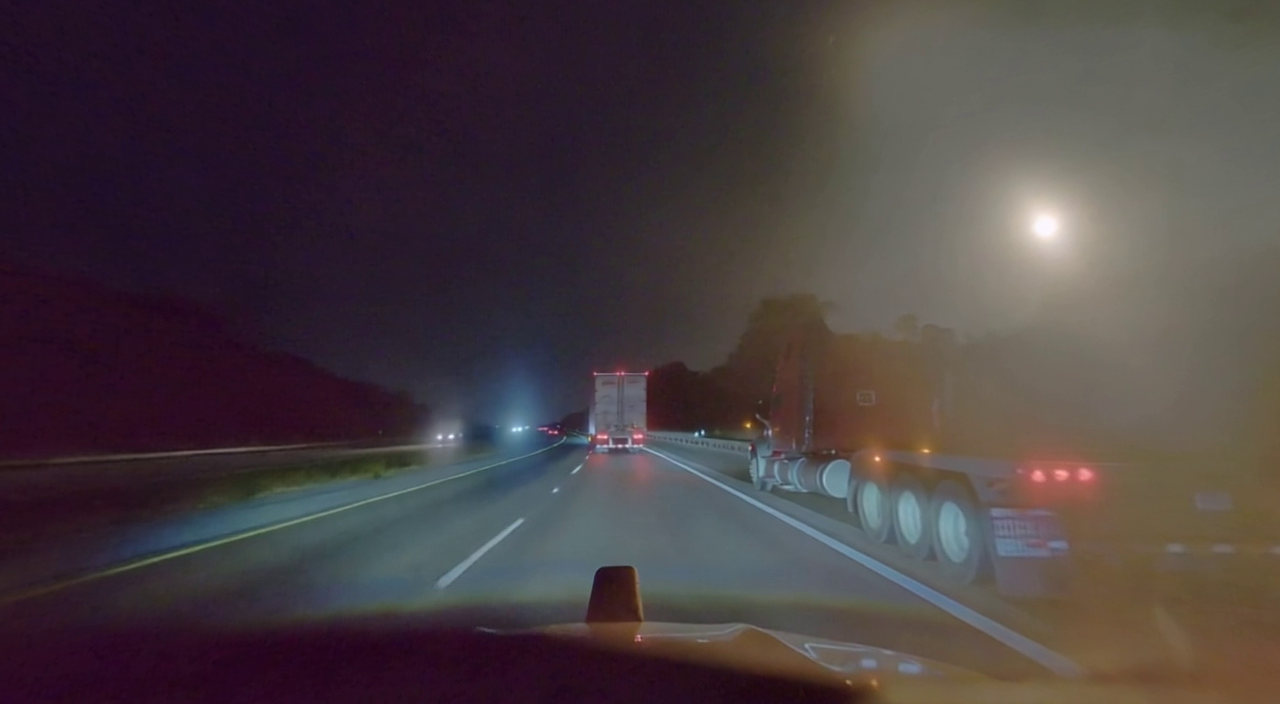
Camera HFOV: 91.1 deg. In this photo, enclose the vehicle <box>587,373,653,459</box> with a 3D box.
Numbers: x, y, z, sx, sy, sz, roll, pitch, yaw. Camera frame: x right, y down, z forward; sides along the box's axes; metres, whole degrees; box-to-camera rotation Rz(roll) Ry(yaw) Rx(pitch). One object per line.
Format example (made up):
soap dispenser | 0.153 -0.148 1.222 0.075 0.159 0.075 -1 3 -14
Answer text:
vehicle | -1.157 3.618 34.338 3.023 3.965 10.402 0 -8 -3
